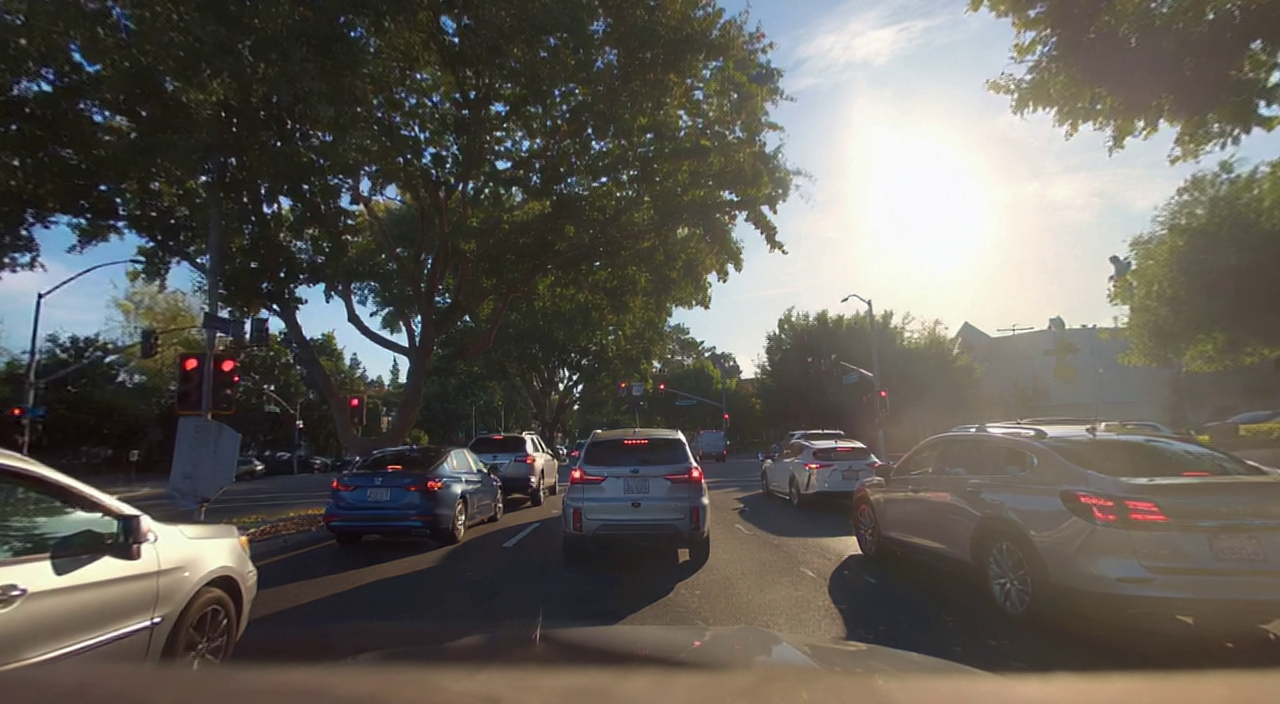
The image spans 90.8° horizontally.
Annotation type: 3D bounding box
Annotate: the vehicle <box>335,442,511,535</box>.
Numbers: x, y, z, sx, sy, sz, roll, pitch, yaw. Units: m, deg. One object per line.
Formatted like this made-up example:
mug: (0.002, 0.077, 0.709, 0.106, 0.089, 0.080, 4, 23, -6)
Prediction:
vehicle: (-3.929, 2.504, 12.341, 1.919, 1.459, 4.371, 0, -8, -1)

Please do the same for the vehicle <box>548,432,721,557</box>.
vehicle: (-0.078, 2.005, 9.599, 2.061, 1.470, 3.970, 0, -8, 0)

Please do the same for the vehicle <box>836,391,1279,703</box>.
vehicle: (3.394, 1.307, 5.426, 1.933, 1.564, 4.600, 0, -8, 0)

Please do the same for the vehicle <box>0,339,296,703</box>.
vehicle: (-3.653, 0.834, 2.551, 2.047, 1.764, 4.369, 0, -8, 0)

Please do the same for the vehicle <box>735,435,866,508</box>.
vehicle: (3.640, 2.780, 15.254, 1.922, 1.472, 4.440, 0, -8, -1)
